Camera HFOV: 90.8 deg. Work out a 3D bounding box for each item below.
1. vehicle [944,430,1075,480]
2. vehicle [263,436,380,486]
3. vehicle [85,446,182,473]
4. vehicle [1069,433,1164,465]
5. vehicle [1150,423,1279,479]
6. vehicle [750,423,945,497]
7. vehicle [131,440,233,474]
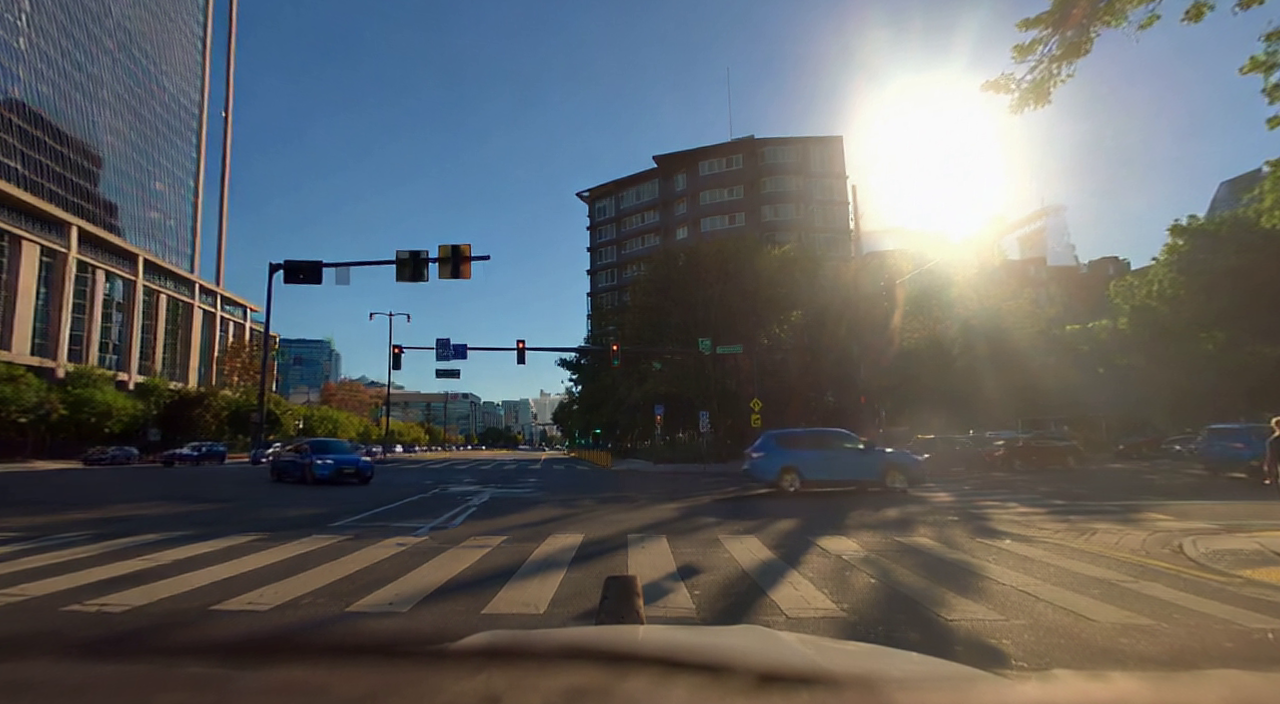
[{"bbox_3d":[14.457,3.982,24.695,4.742,1.762,2.180,4,-10,-29],"label":"vehicle"},{"bbox_3d":[-10.959,3.672,21.609,4.312,1.540,2.007,-7,-11,41],"label":"vehicle"},{"bbox_3d":[-31.011,6.558,38.921,1.892,1.525,5.171,0,-8,-3],"label":"vehicle"},{"bbox_3d":[27.655,5.680,36.939,2.156,1.719,4.780,-1,-8,6],"label":"vehicle"},{"bbox_3d":[21.361,3.629,23.367,6.196,1.777,2.457,7,-11,-38],"label":"vehicle"},{"bbox_3d":[5.444,2.886,17.077,4.509,1.821,2.066,0,-8,-2],"label":"vehicle"},{"bbox_3d":[-23.882,5.457,33.180,1.951,1.609,4.693,0,-8,-2],"label":"vehicle"}]
